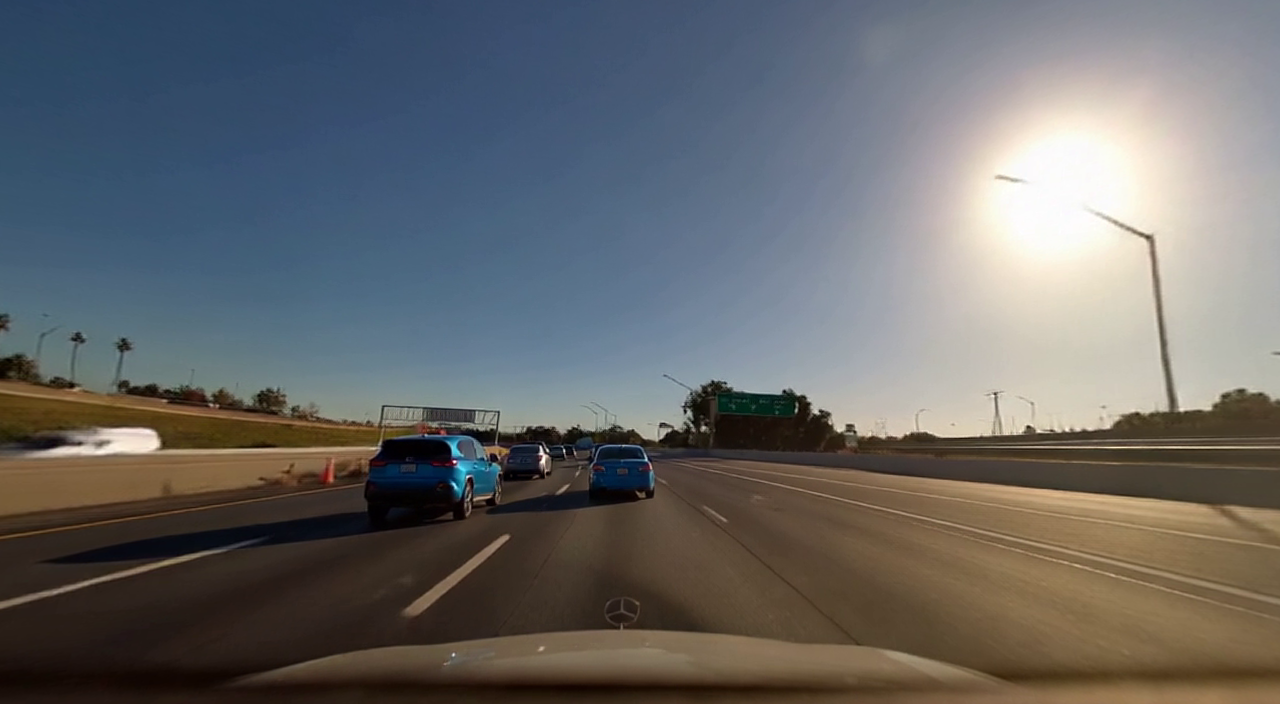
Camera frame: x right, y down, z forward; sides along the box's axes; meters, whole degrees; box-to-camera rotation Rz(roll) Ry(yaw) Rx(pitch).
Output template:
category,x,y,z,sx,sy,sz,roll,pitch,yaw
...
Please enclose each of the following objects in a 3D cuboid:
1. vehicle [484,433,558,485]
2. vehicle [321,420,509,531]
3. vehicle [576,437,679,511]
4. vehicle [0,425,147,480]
category,x,y,z,sx,sy,sz,roll,pitch,yaw
vehicle,-4.269,3.901,23.267,1.982,1.727,4.057,0,-9,-1
vehicle,-3.924,2.224,11.925,2.025,1.708,4.089,0,-9,0
vehicle,-0.315,2.763,14.795,2.069,1.484,3.982,0,-9,-2
vehicle,-17.602,3.028,19.114,1.857,1.458,4.406,0,-9,-1
